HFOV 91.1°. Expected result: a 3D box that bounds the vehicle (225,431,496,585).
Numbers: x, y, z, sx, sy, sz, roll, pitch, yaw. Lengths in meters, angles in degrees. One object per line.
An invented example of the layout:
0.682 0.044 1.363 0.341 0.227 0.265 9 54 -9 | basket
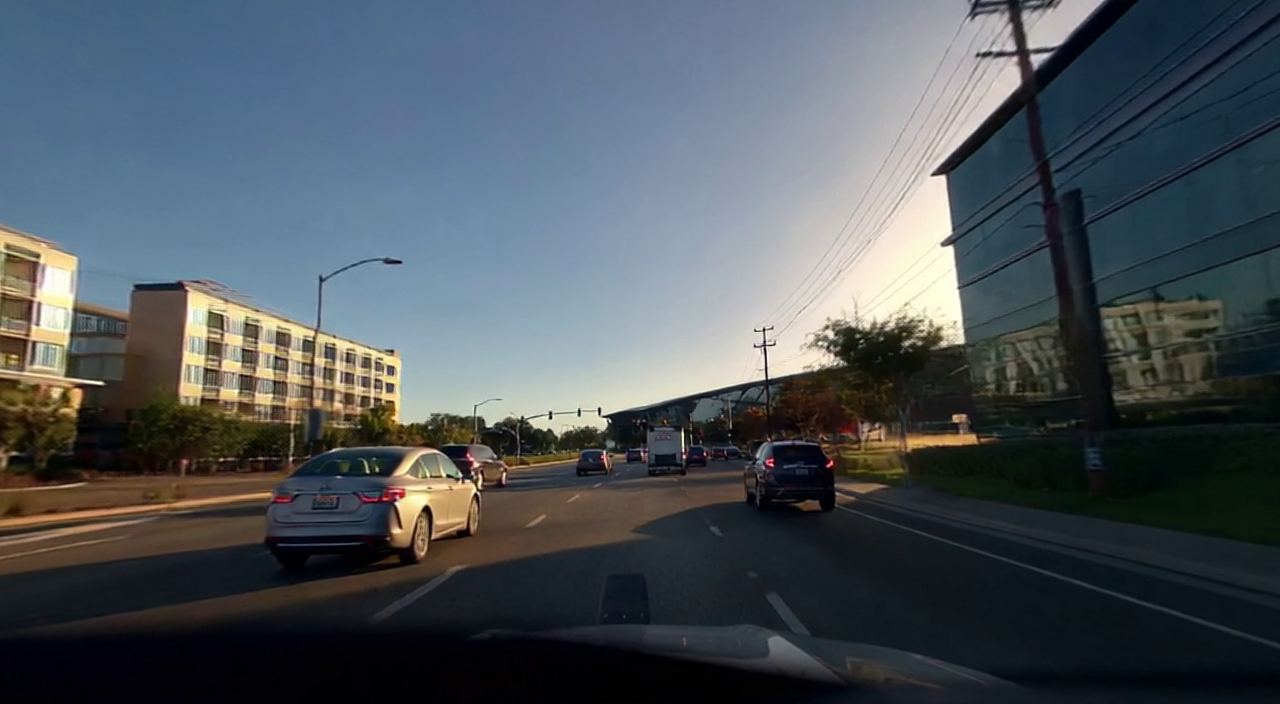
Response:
-3.465 1.974 8.725 1.934 1.643 3.718 0 -9 2 | vehicle

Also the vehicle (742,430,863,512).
4.237 3.188 17.263 2.283 1.923 4.427 0 -9 2 | vehicle

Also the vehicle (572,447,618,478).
-2.463 6.135 35.166 1.984 1.567 4.311 0 -9 4 | vehicle

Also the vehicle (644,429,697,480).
1.713 5.353 32.997 2.457 2.440 5.486 -1 -9 6 | vehicle
